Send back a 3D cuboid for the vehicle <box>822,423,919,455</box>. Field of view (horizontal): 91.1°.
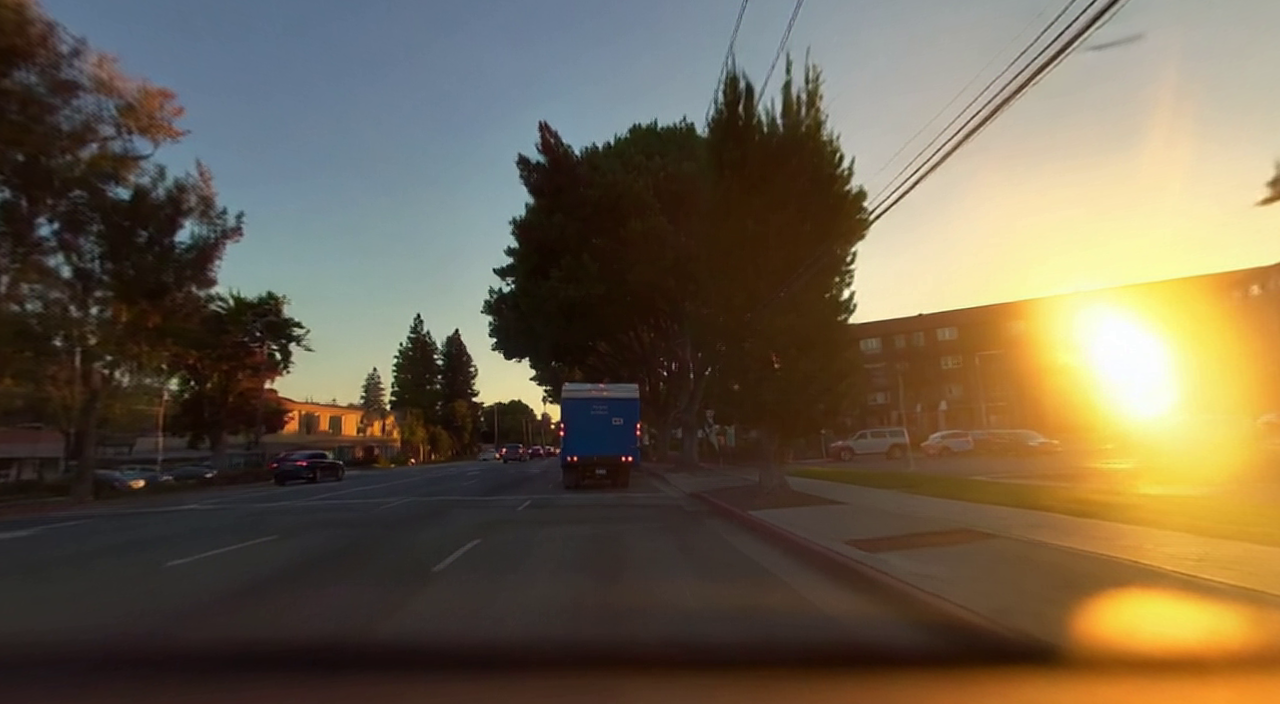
[{"bbox_3d":[11.994,4.562,32.875,4.321,1.579,1.823,1,-8,-3],"label":"vehicle"}]

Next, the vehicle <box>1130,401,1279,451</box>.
[{"bbox_3d":[25.424,3.246,27.665,5.850,2.049,2.317,0,-8,-5],"label":"vehicle"}]

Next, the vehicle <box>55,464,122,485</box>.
[{"bbox_3d":[-42.027,9.308,47.876,1.645,1.416,3.497,-5,-10,36],"label":"vehicle"}]

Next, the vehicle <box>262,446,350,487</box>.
[{"bbox_3d":[-14.957,5.109,28.370,1.958,1.672,4.283,1,-8,-6],"label":"vehicle"}]

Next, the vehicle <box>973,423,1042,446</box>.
[{"bbox_3d":[24.166,5.445,41.293,3.537,1.393,1.581,1,-10,-5],"label":"vehicle"}]

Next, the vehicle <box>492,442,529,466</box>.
[{"bbox_3d":[-9.994,7.923,48.784,2.095,1.759,4.433,0,-8,-2],"label":"vehicle"}]

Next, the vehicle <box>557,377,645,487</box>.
[{"bbox_3d":[-1.556,3.316,25.382,2.905,3.644,8.807,1,-8,-3],"label":"vehicle"}]

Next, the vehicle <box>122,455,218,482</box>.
[{"bbox_3d":[-36.656,9.112,49.076,5.452,1.994,2.312,0,-8,-3],"label":"vehicle"}]
